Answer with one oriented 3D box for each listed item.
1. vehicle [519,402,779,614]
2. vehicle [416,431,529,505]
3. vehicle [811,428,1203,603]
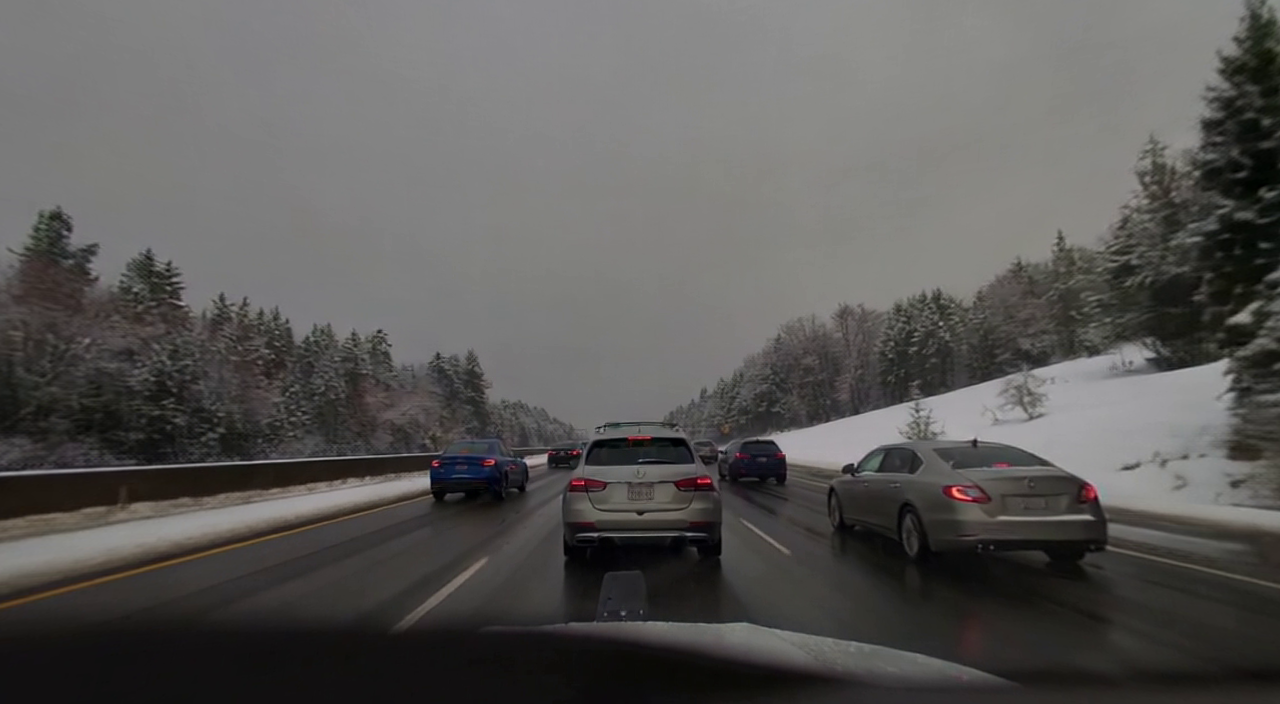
[{"bbox_3d":[0.018,1.550,7.061,2.093,1.695,3.782,0,-9,-2],"label":"vehicle"},{"bbox_3d":[-4.251,3.015,16.670,1.890,1.708,3.844,0,-9,0],"label":"vehicle"},{"bbox_3d":[3.682,1.715,7.565,1.953,1.434,4.511,0,-9,-1],"label":"vehicle"}]
